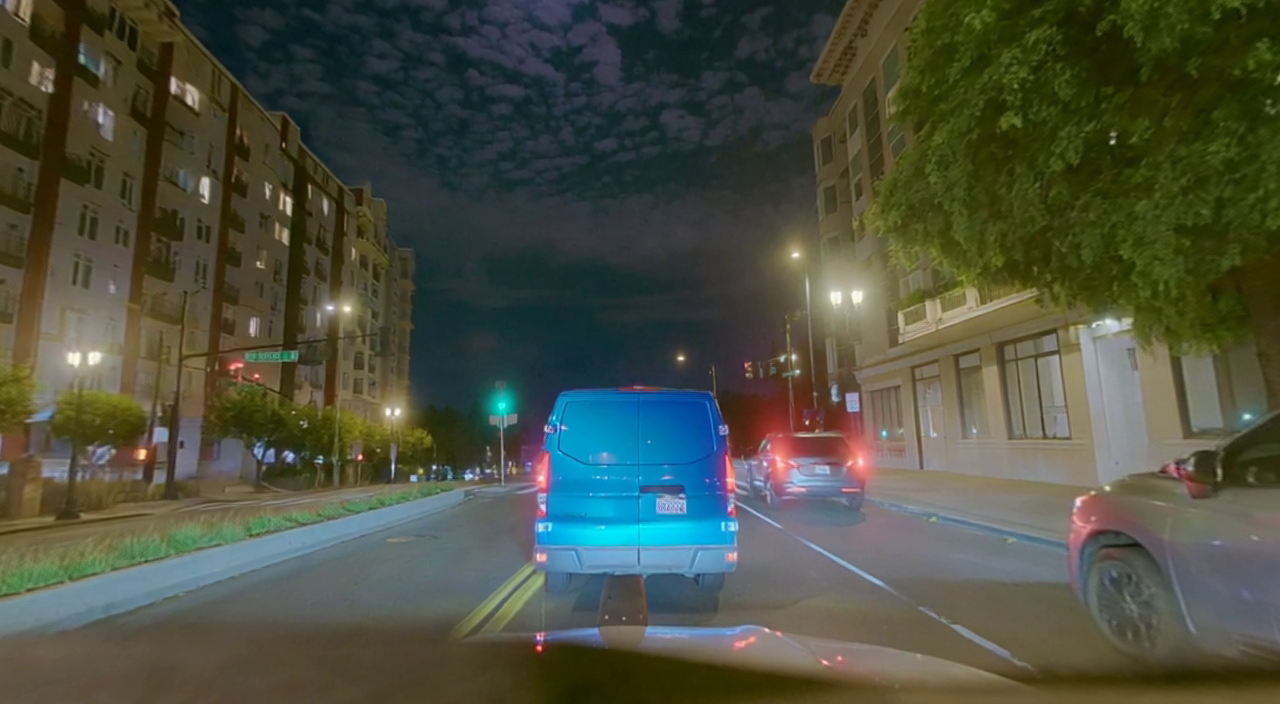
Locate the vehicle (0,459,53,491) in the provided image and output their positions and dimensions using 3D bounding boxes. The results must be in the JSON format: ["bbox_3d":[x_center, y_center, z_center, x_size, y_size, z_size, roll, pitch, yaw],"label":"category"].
[{"bbox_3d":[-35.482,6.851,35.189,3.843,1.680,1.782,-1,-9,6],"label":"vehicle"}]

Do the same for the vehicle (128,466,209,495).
[{"bbox_3d":[-33.223,9.069,44.528,4.292,1.492,1.772,-6,-14,-1],"label":"vehicle"}]

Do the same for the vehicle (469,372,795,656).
[{"bbox_3d":[-0.039,1.368,6.304,2.101,1.828,4.270,0,-9,0],"label":"vehicle"}]

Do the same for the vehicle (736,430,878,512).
[{"bbox_3d":[3.838,2.837,15.496,2.061,1.676,4.734,0,-9,-2],"label":"vehicle"}]

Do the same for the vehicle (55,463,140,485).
[{"bbox_3d":[-38.390,8.635,44.655,4.396,1.458,1.809,-1,-9,2],"label":"vehicle"}]

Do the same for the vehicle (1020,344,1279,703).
[{"bbox_3d":[3.805,0.797,2.373,2.157,1.748,4.130,0,-9,1],"label":"vehicle"}]
